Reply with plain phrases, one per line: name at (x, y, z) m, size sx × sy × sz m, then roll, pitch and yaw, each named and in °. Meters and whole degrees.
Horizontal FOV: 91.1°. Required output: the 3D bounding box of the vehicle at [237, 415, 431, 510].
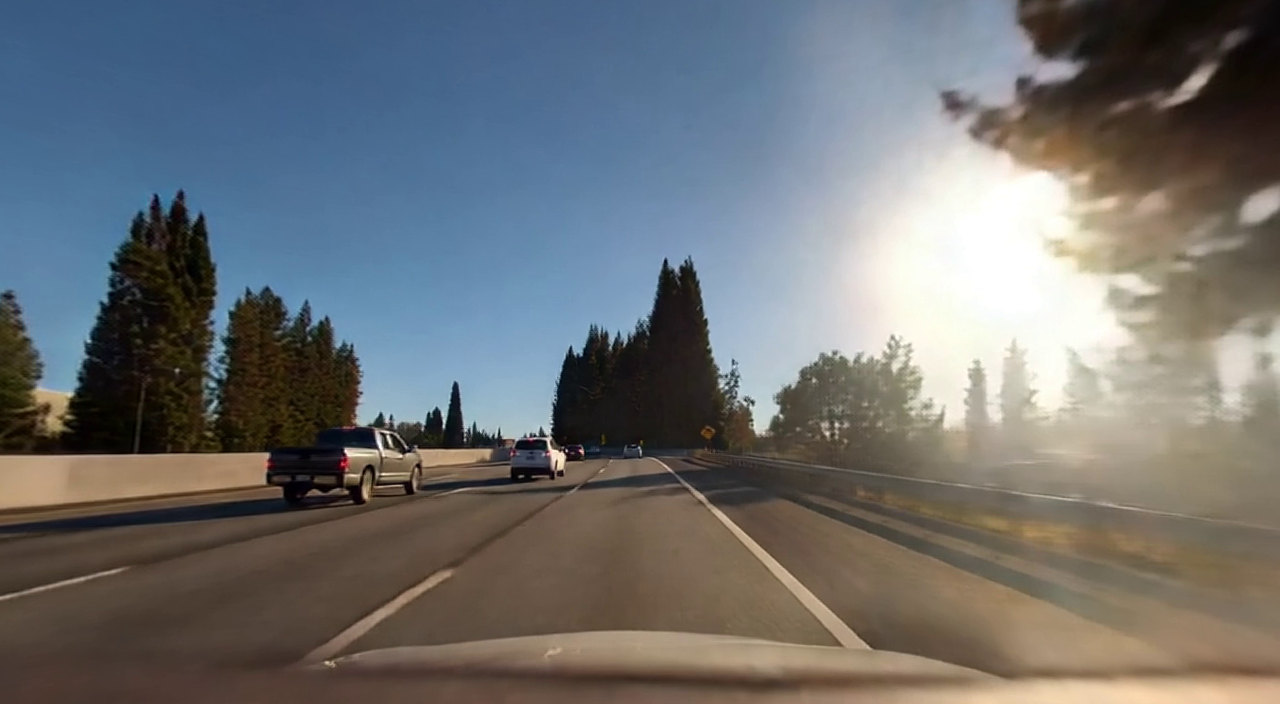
vehicle at (-7.276, 2.706, 15.781) m, size 2.160 × 1.949 × 5.293 m, roll 0°, pitch -9°, yaw 0°

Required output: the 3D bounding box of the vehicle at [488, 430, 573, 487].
vehicle at (-3.768, 3.785, 22.603) m, size 2.142 × 1.789 × 5.009 m, roll 0°, pitch -9°, yaw 0°
